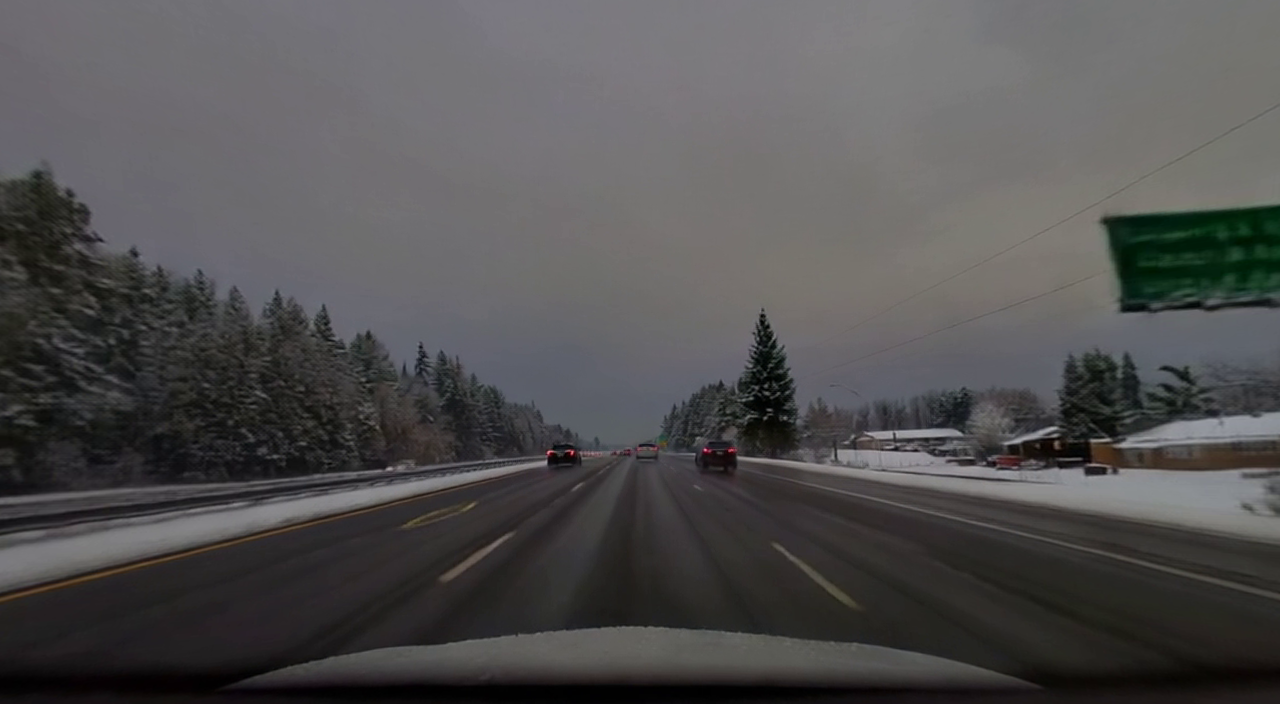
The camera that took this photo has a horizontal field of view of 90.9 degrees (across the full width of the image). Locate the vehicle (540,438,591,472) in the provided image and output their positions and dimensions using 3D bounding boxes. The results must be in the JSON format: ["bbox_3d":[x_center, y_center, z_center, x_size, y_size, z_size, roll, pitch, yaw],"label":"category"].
[{"bbox_3d":[-4.108,5.738,35.366,2.217,1.773,4.553,0,-8,1],"label":"vehicle"}]

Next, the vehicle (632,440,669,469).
[{"bbox_3d":[0.576,6.027,37.193,2.049,1.620,4.153,0,-8,0],"label":"vehicle"}]

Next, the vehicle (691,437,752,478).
[{"bbox_3d":[3.359,4.430,26.629,1.996,1.579,3.841,0,-8,-1],"label":"vehicle"}]
